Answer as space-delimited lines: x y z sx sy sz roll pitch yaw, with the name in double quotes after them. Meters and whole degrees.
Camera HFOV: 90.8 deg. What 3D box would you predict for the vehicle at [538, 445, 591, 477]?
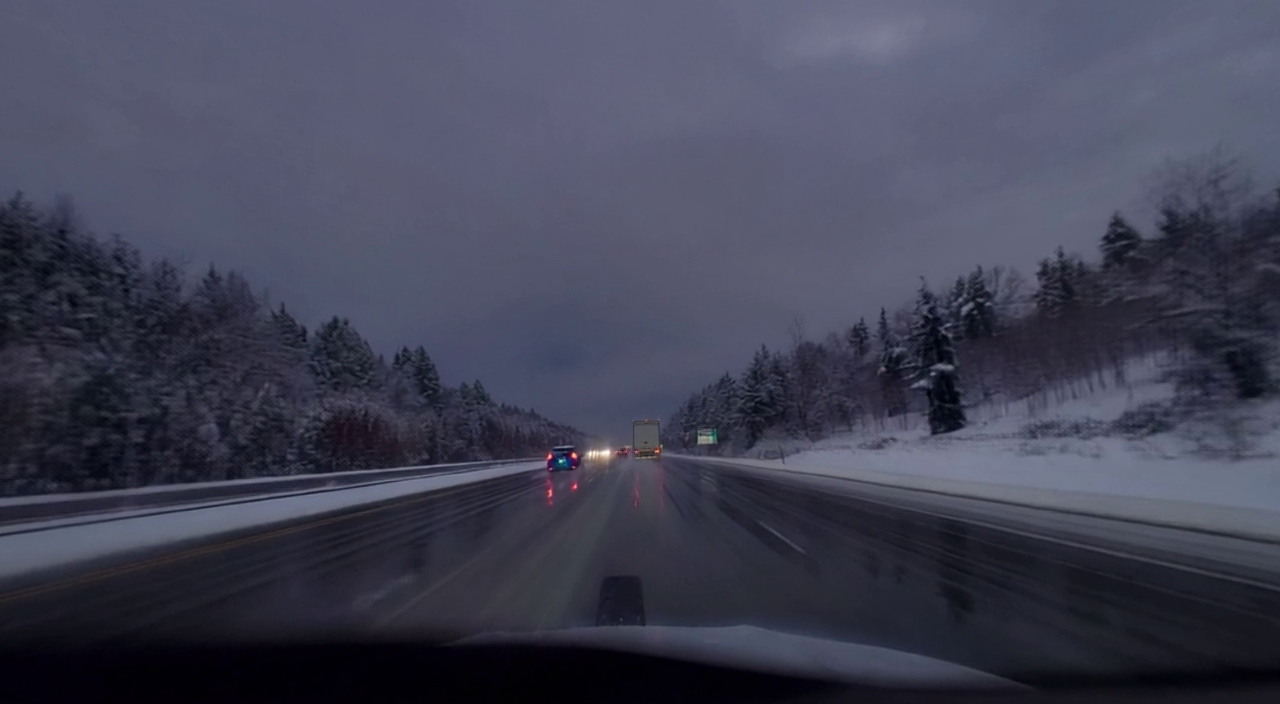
-3.824 5.642 32.869 1.999 1.533 4.870 -1 -9 2 "vehicle"
